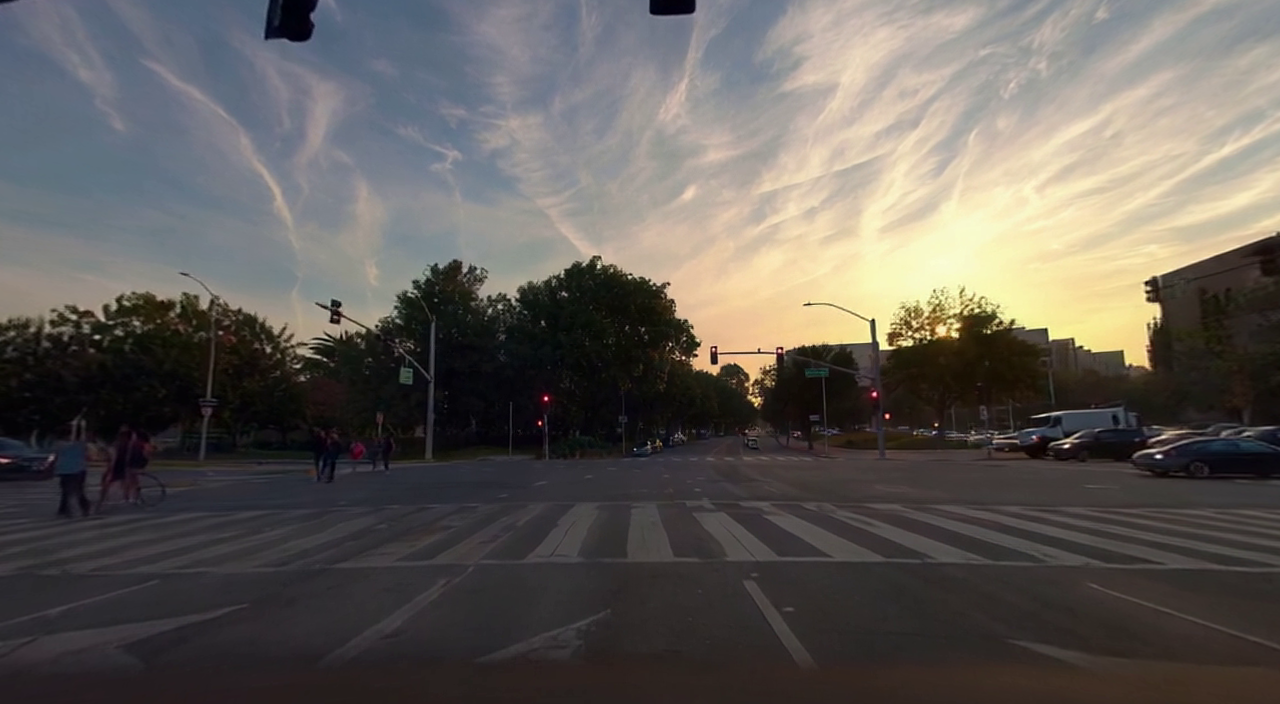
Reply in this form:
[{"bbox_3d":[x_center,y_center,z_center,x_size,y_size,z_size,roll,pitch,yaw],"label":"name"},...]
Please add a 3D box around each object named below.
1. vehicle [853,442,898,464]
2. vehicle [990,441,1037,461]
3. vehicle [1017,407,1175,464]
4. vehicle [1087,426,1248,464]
[{"bbox_3d":[17.663,7.567,47.613,1.789,1.557,4.293,0,-8,1],"label":"vehicle"},{"bbox_3d":[27.830,7.384,47.205,1.589,1.405,3.633,-1,-9,7],"label":"vehicle"},{"bbox_3d":[23.055,4.253,32.177,5.855,2.746,2.523,-1,-9,4],"label":"vehicle"},{"bbox_3d":[21.423,3.819,25.809,4.740,1.464,1.876,-1,-9,3],"label":"vehicle"}]
